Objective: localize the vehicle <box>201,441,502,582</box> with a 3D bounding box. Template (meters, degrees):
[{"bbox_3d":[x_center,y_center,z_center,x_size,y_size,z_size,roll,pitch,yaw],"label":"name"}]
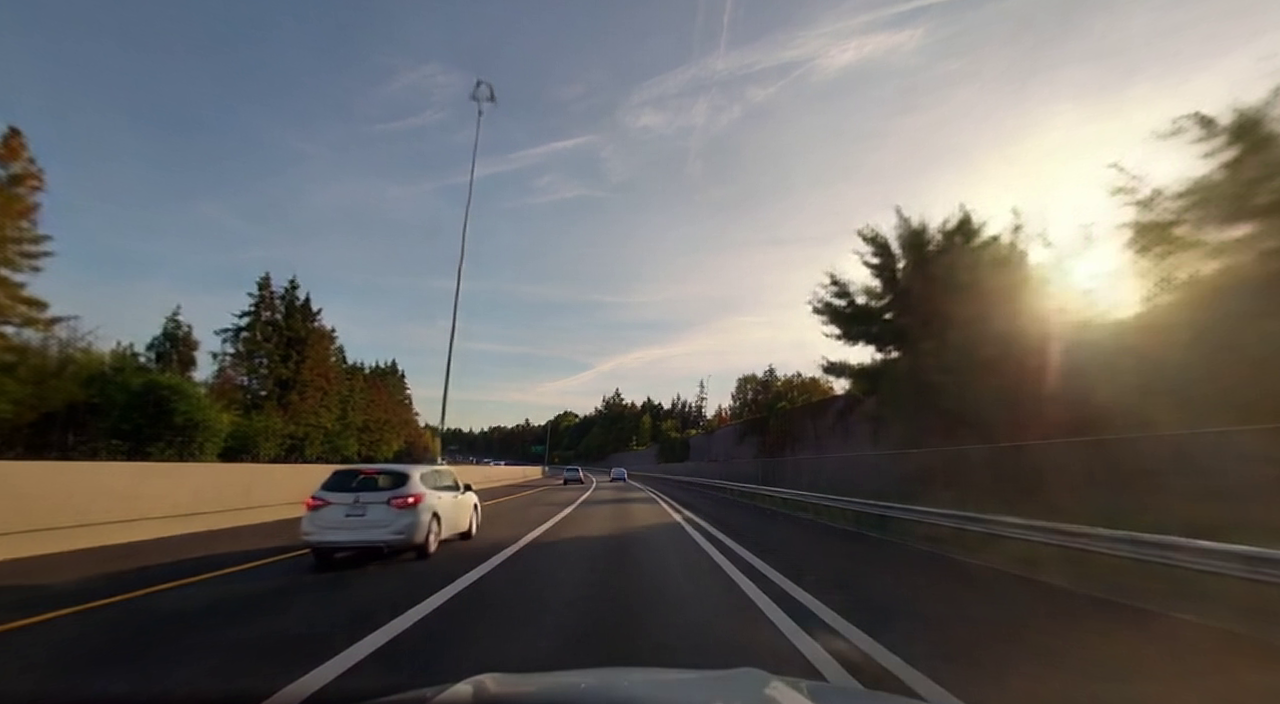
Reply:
[{"bbox_3d":[-3.848,2.299,9.785,2.328,1.559,5.041,1,-11,-1],"label":"vehicle"}]
